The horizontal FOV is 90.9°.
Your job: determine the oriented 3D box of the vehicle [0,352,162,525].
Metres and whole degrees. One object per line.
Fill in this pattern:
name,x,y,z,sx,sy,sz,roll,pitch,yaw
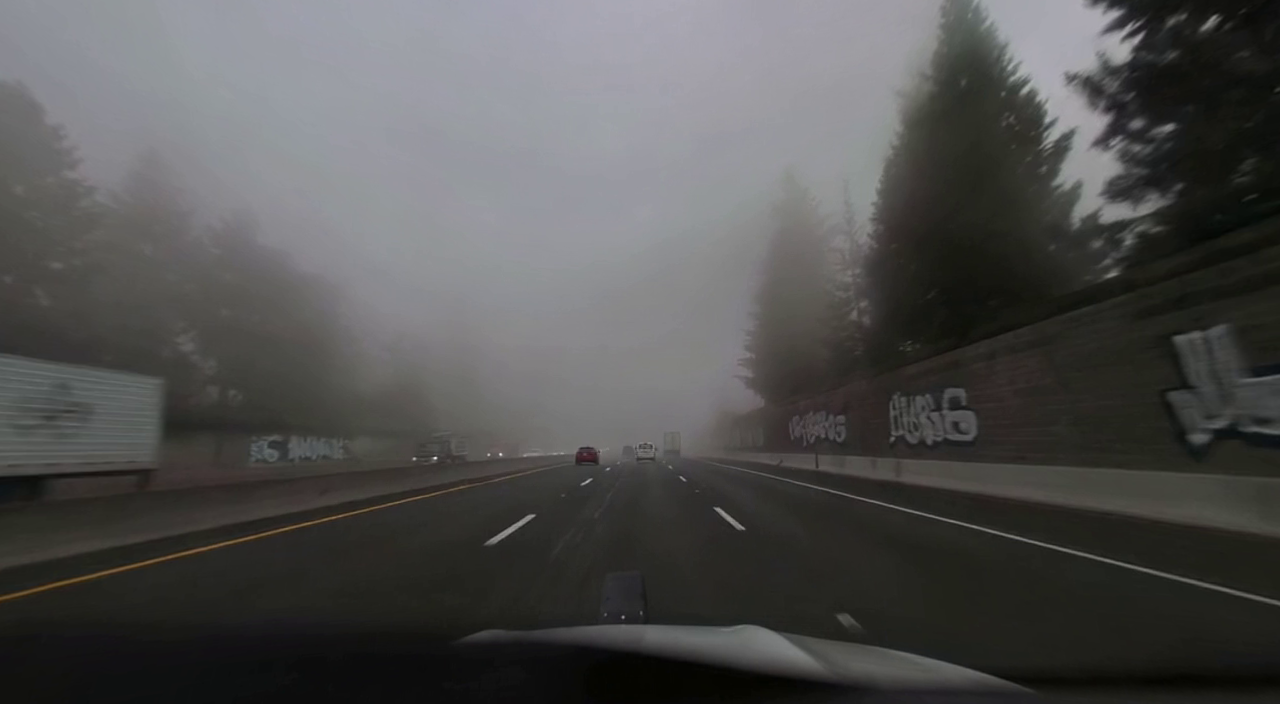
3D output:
vehicle,-16.605,1.659,12.411,3.275,3.983,14.098,0,-9,0

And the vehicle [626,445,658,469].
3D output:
vehicle,0.096,6.941,41.739,2.009,1.506,4.091,0,-9,0

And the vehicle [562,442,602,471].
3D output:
vehicle,-3.624,6.634,40.072,2.095,1.671,4.193,0,-9,1
